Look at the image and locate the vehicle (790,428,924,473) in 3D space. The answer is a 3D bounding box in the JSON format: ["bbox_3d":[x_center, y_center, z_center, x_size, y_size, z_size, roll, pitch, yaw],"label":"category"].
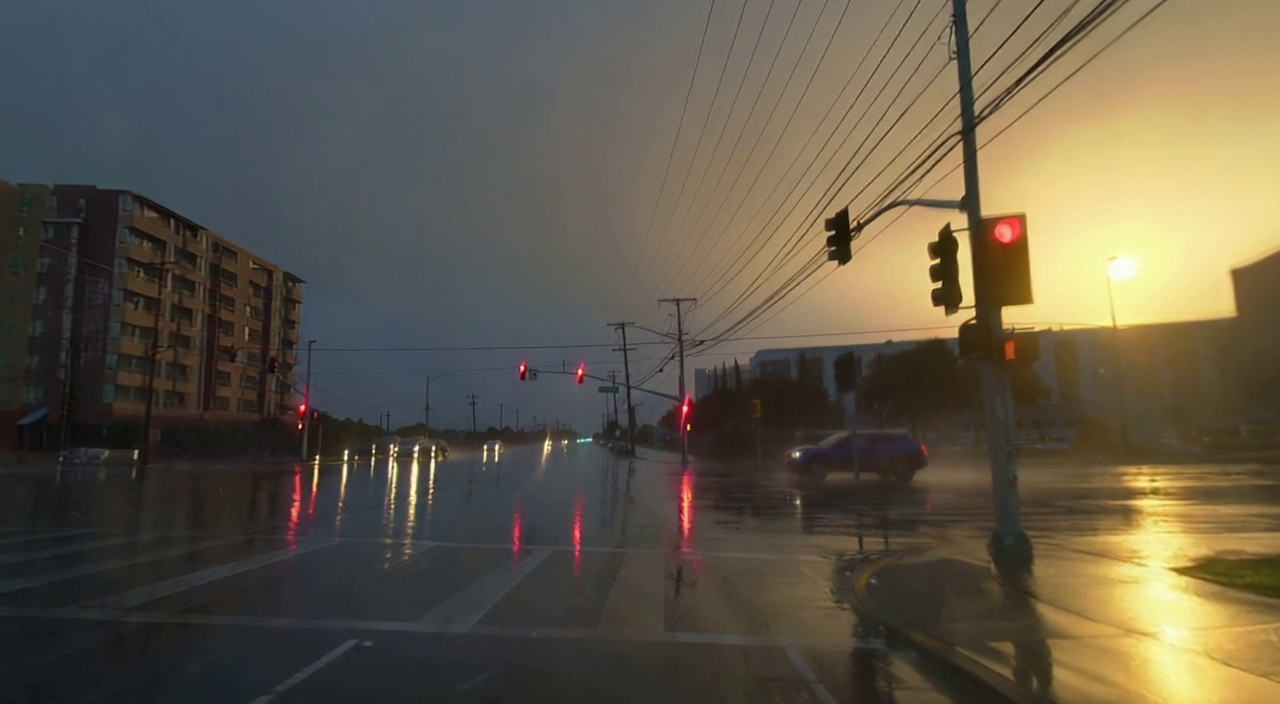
[{"bbox_3d":[8.706,4.013,25.722,4.884,1.714,2.021,-2,-9,12],"label":"vehicle"}]
